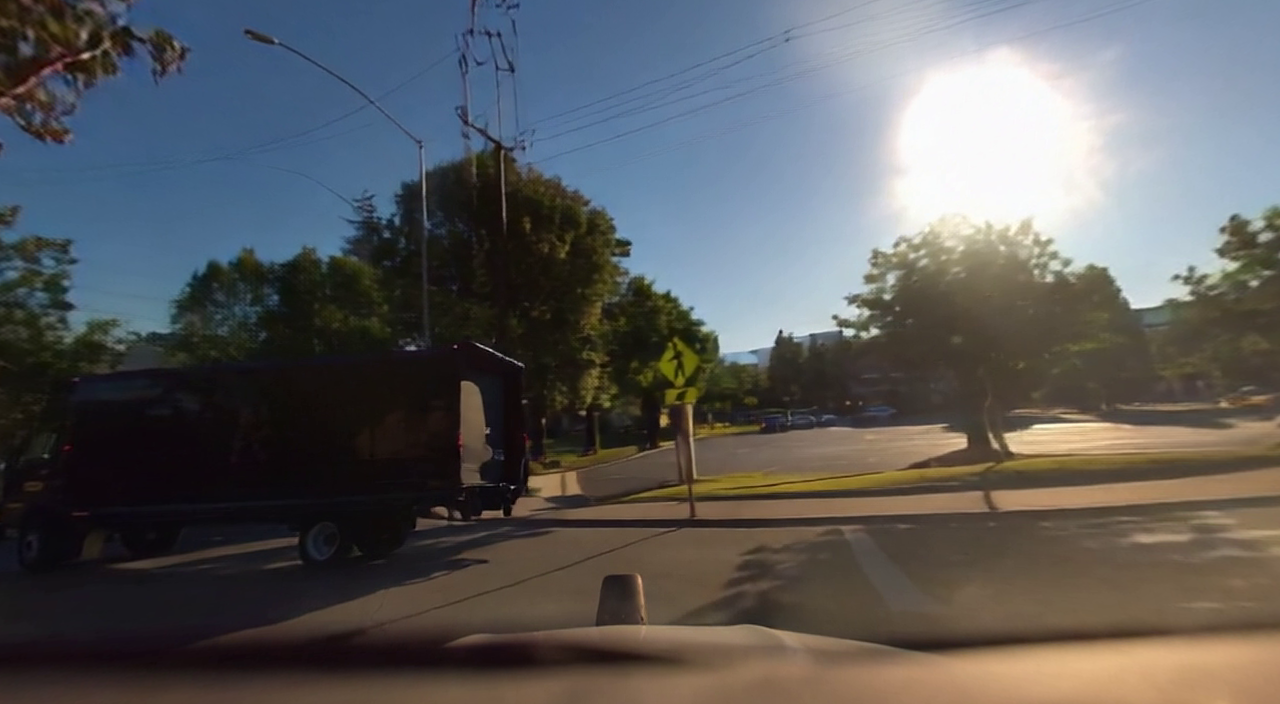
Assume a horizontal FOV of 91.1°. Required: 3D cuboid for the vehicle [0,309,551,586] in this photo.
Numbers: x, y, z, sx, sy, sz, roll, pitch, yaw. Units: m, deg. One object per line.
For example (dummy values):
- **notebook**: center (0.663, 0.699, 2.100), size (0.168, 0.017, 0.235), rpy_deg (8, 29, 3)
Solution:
- **vehicle**: center (-6.493, 1.552, 10.671), size (9.680, 3.326, 2.838), rpy_deg (-3, -8, 21)
